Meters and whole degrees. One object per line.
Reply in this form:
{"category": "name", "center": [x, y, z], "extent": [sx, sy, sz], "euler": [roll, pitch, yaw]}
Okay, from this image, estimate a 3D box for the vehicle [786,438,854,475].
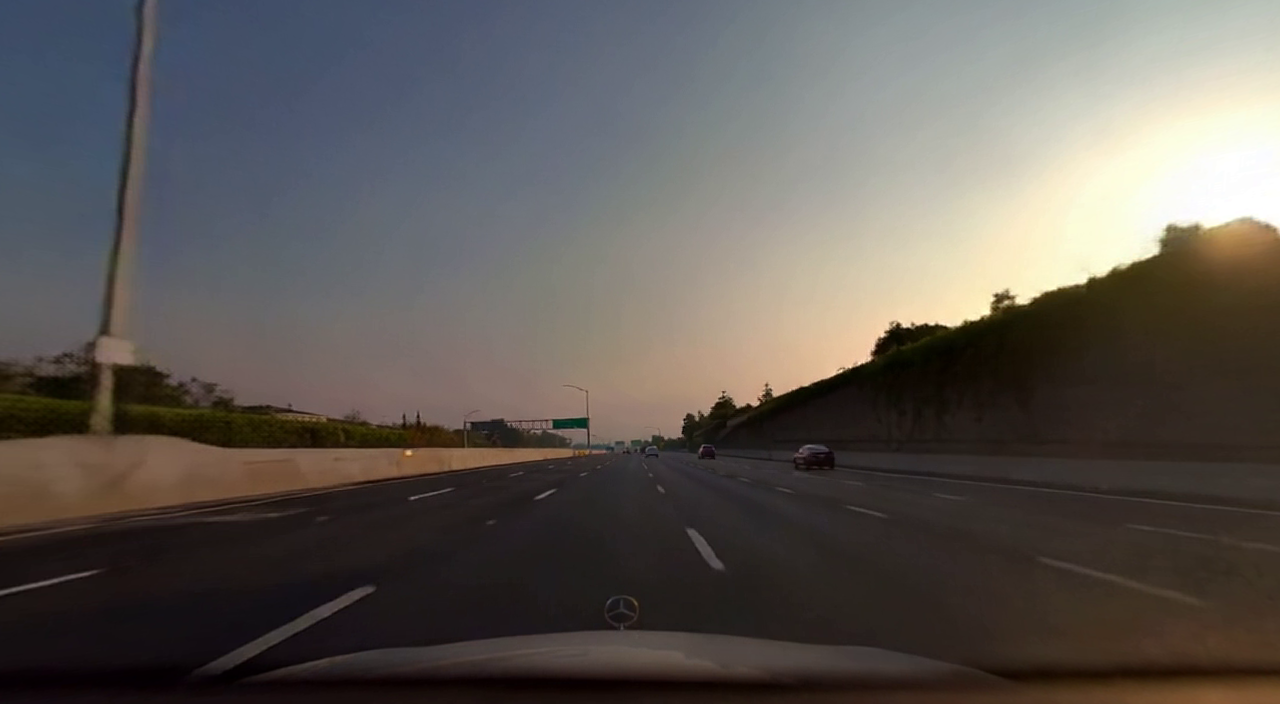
{"category": "vehicle", "center": [9.343, 5.461, 33.123], "extent": [2.167, 1.781, 4.340], "euler": [0, -9, -1]}
